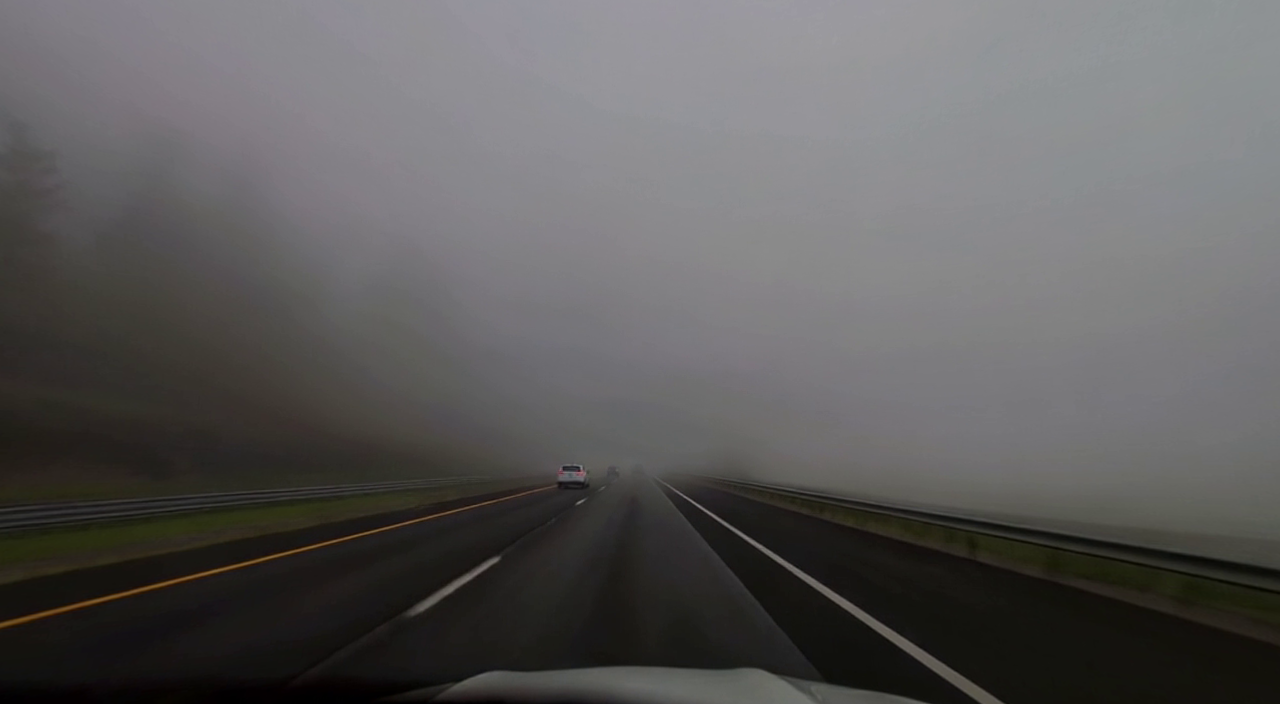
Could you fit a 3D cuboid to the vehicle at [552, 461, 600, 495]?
[{"bbox_3d":[-3.155,6.318,31.748,1.900,1.550,4.146,1,-11,1],"label":"vehicle"}]
